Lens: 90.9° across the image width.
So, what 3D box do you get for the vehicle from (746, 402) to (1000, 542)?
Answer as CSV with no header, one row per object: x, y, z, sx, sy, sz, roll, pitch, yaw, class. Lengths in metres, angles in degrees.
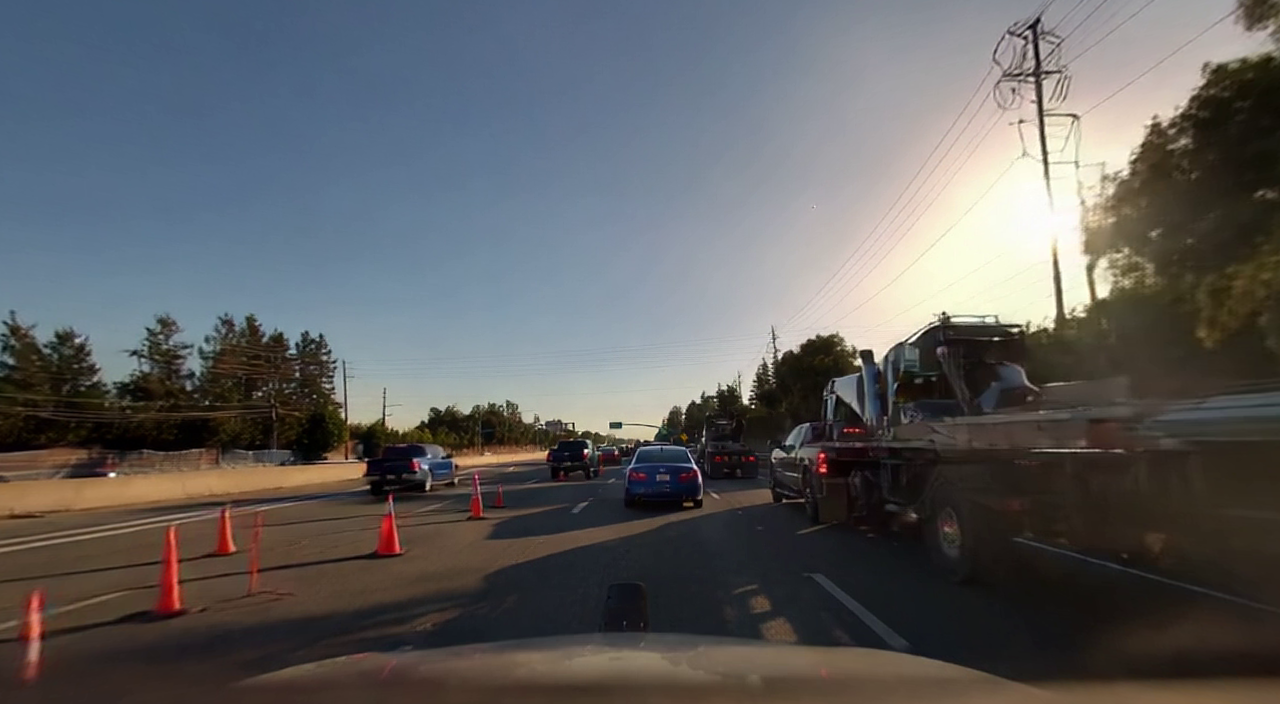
3.906,2.208,12.312,2.555,2.017,6.201,0,-9,0,vehicle

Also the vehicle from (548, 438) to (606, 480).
-2.719,4.721,28.037,1.989,1.729,4.184,0,-9,2,vehicle

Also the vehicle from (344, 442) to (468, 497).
-7.138,3.611,19.903,2.018,1.490,4.926,0,-9,0,vehicle

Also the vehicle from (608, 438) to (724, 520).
0.506,2.658,13.764,2.128,1.473,4.272,0,-9,1,vehicle
